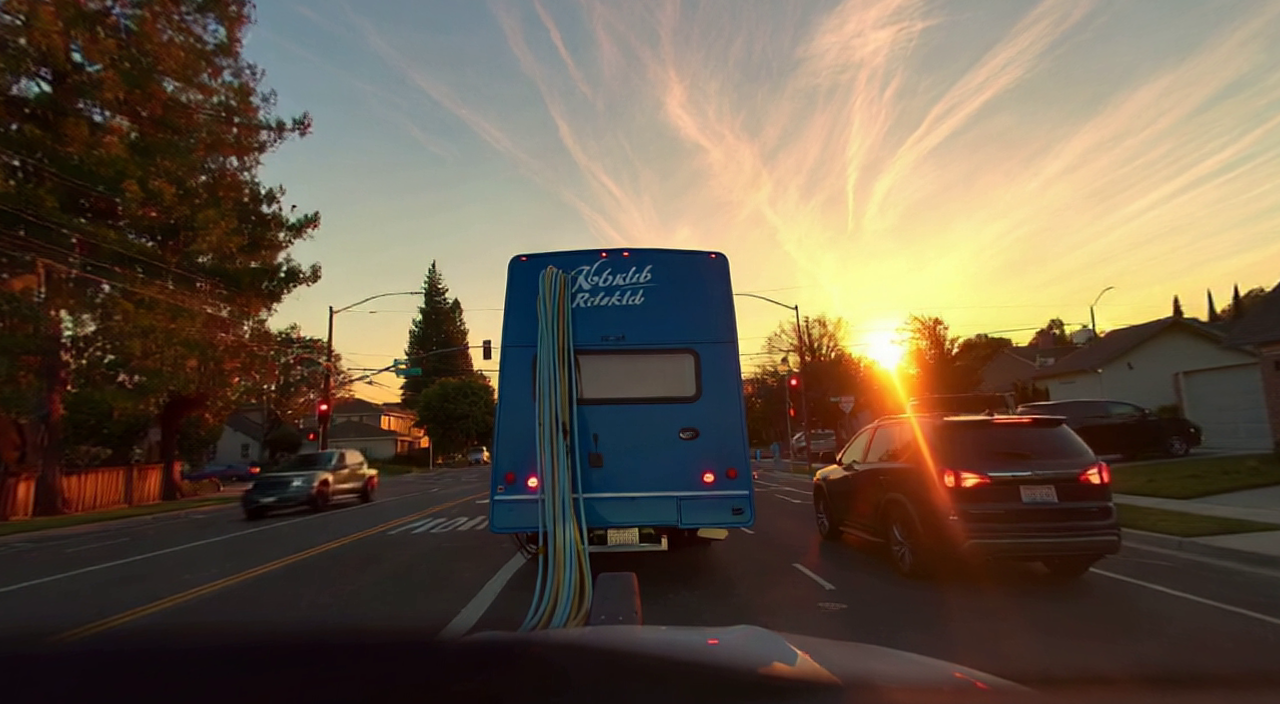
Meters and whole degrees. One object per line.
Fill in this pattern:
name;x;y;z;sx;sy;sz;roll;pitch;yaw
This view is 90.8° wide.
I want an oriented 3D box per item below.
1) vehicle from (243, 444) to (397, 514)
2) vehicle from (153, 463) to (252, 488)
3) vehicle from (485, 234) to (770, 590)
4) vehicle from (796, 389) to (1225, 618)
vehicle;-8.881;3.525;18.090;2.110;1.713;4.449;0;-9;-1
vehicle;-28.827;8.135;41.763;4.954;1.506;2.014;0;-9;-3
vehicle;-0.113;1.130;10.333;2.709;3.511;8.213;0;-9;0
vehicle;3.403;1.493;7.136;2.104;1.735;4.408;0;-9;0
